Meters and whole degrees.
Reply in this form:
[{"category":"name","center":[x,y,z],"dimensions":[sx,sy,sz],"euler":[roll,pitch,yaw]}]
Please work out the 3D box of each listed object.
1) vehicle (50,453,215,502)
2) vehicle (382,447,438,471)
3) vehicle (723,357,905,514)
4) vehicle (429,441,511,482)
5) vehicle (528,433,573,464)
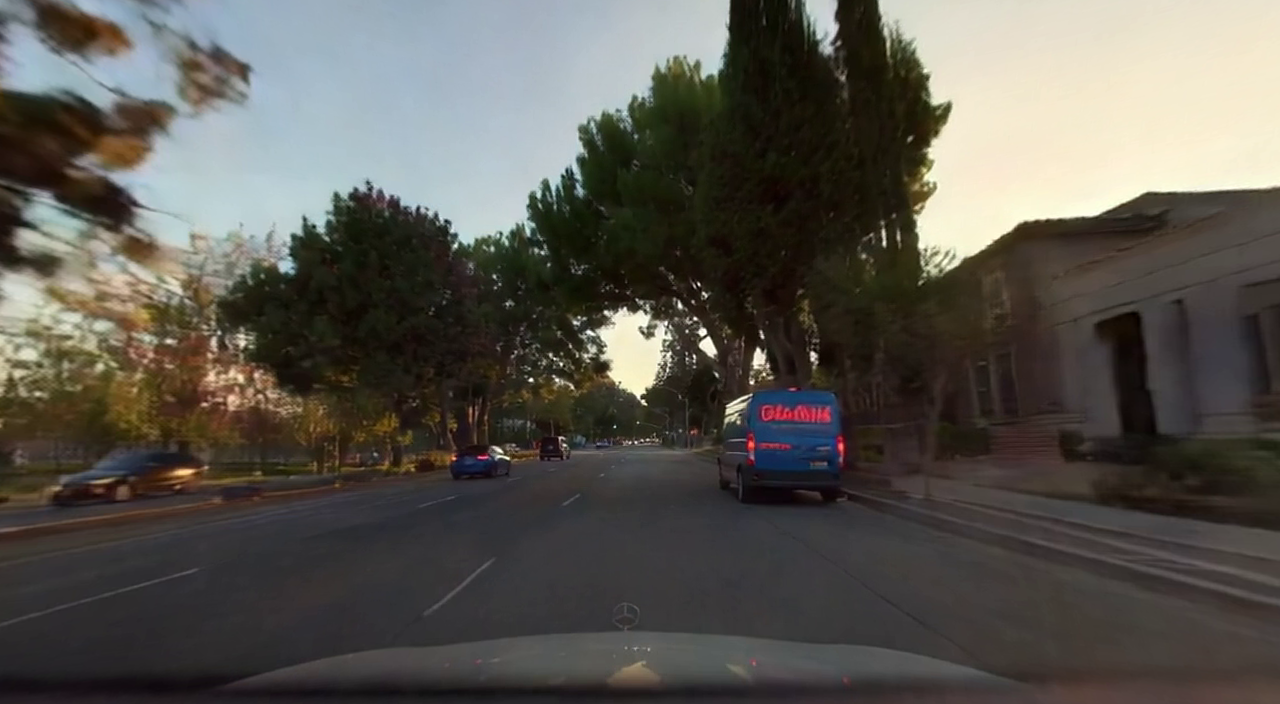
[{"category":"vehicle","center":[-18.003,4.443,22.797],"dimensions":[1.974,1.525,4.738],"euler":[0,-9,0]},{"category":"vehicle","center":[-14.931,6.960,41.271],"dimensions":[1.842,1.472,4.639],"euler":[0,-9,1]},{"category":"vehicle","center":[3.657,1.956,14.612],"dimensions":[2.791,3.026,4.668],"euler":[0,-9,0]},{"category":"vehicle","center":[-6.594,4.311,25.109],"dimensions":[1.970,1.456,4.441],"euler":[0,-9,1]},{"category":"vehicle","center":[-6.291,6.898,45.256],"dimensions":[2.332,2.039,5.678],"euler":[0,-9,1]}]
